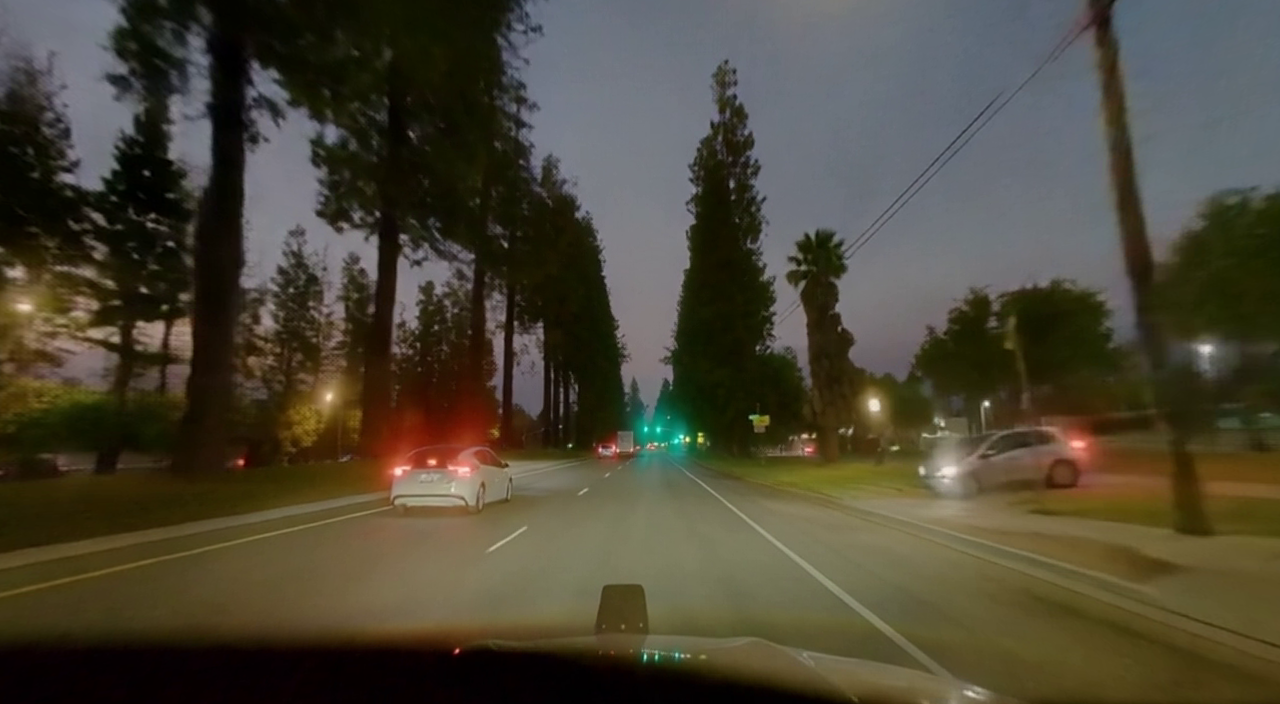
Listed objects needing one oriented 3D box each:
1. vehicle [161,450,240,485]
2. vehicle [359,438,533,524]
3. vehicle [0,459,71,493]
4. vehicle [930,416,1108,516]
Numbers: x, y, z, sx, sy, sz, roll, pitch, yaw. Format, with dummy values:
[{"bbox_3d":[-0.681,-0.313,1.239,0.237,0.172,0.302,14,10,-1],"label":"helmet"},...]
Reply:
[{"bbox_3d":[-31.739,8.296,45.734,2.223,1.991,5.316,-5,-7,-4],"label":"vehicle"},{"bbox_3d":[-3.723,2.561,13.105,2.033,1.454,4.512,-1,-9,2],"label":"vehicle"},{"bbox_3d":[-31.844,6.292,32.300,1.811,1.550,3.710,0,-9,0],"label":"vehicle"},{"bbox_3d":[7.165,2.163,12.264,1.594,1.688,2.861,0,-9,-1],"label":"vehicle"}]
